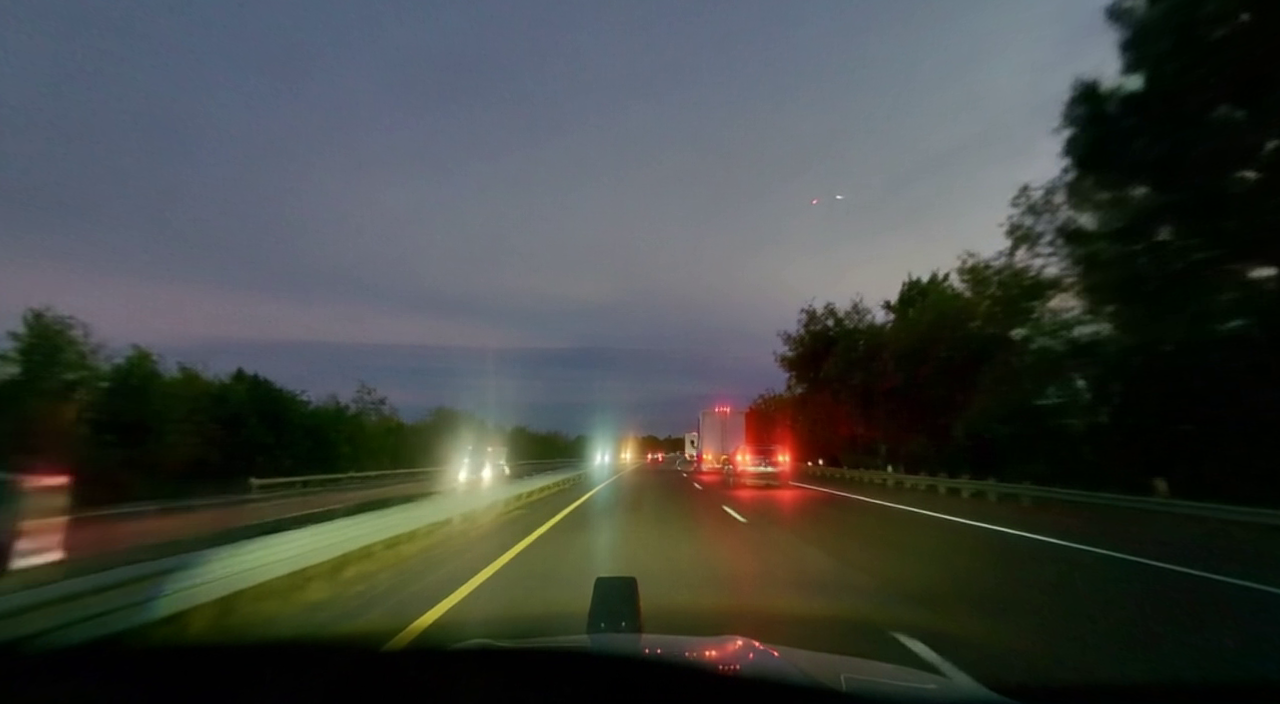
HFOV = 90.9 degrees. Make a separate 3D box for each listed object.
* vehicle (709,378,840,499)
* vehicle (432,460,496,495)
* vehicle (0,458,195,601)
[{"bbox_3d":[4.626,3.460,24.619,2.866,3.558,11.674,0,-9,2],"label":"vehicle"},{"bbox_3d":[-8.565,6.110,31.032,1.923,1.516,4.159,0,-9,1],"label":"vehicle"},{"bbox_3d":[-8.646,2.320,8.687,2.086,1.633,3.917,0,-9,1],"label":"vehicle"}]
